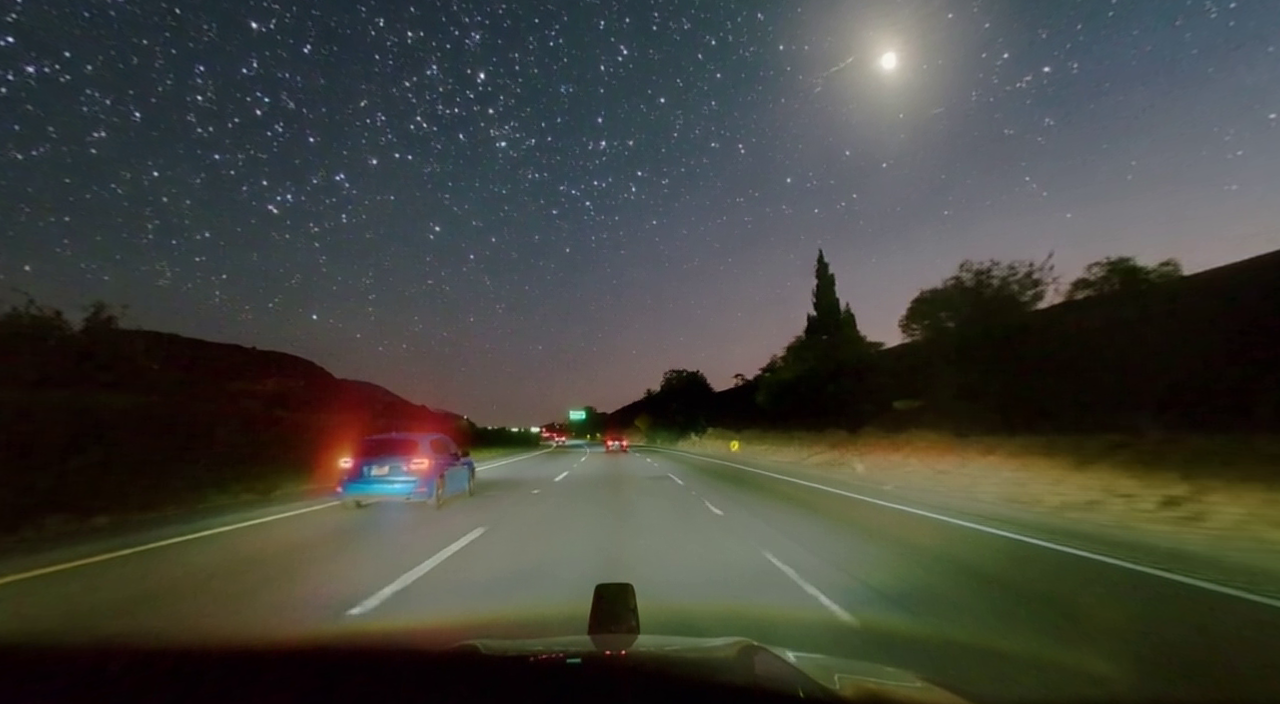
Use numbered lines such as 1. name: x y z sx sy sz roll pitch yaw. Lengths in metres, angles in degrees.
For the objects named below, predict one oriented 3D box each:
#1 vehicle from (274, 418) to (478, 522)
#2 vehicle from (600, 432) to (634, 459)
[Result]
1. vehicle: -4.807 2.205 12.461 2.039 1.627 4.844 0 -8 -1
2. vehicle: -1.491 5.841 39.638 2.041 1.618 3.898 0 -8 -4
